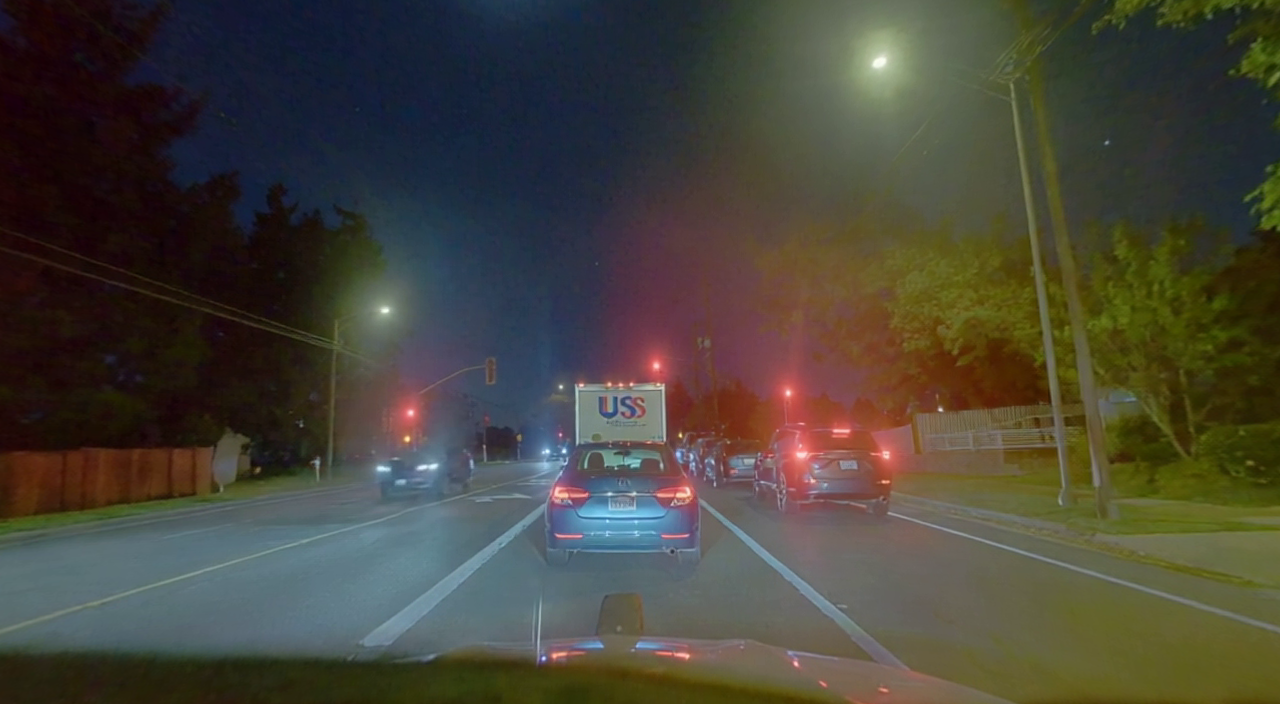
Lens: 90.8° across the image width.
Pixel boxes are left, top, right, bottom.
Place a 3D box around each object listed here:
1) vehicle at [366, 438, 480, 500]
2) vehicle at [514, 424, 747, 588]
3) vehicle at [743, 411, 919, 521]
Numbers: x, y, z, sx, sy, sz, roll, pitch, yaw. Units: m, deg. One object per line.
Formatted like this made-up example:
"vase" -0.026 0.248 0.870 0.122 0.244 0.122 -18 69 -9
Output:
"vehicle" -6.355 3.457 19.078 1.962 1.640 4.161 0 -8 0
"vehicle" -0.139 1.730 7.978 2.135 1.483 4.207 0 -8 -2
"vehicle" 3.600 2.260 12.985 2.145 1.847 4.524 0 -8 -1
